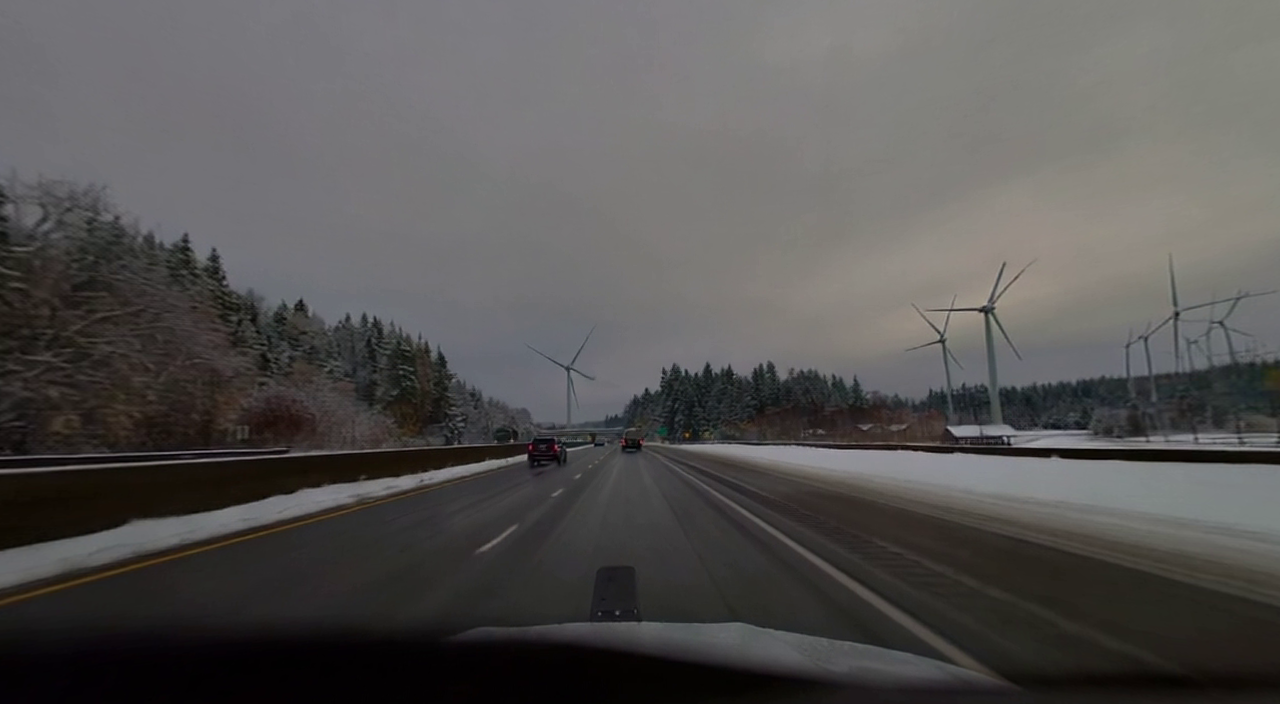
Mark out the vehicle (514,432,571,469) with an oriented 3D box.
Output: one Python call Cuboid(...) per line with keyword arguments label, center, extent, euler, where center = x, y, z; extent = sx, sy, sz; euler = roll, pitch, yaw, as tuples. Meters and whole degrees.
Cuboid(label="vehicle", center=(-4.266, 4.376, 28.141), extent=(1.950, 1.511, 3.965), euler=(0, -8, 0))
